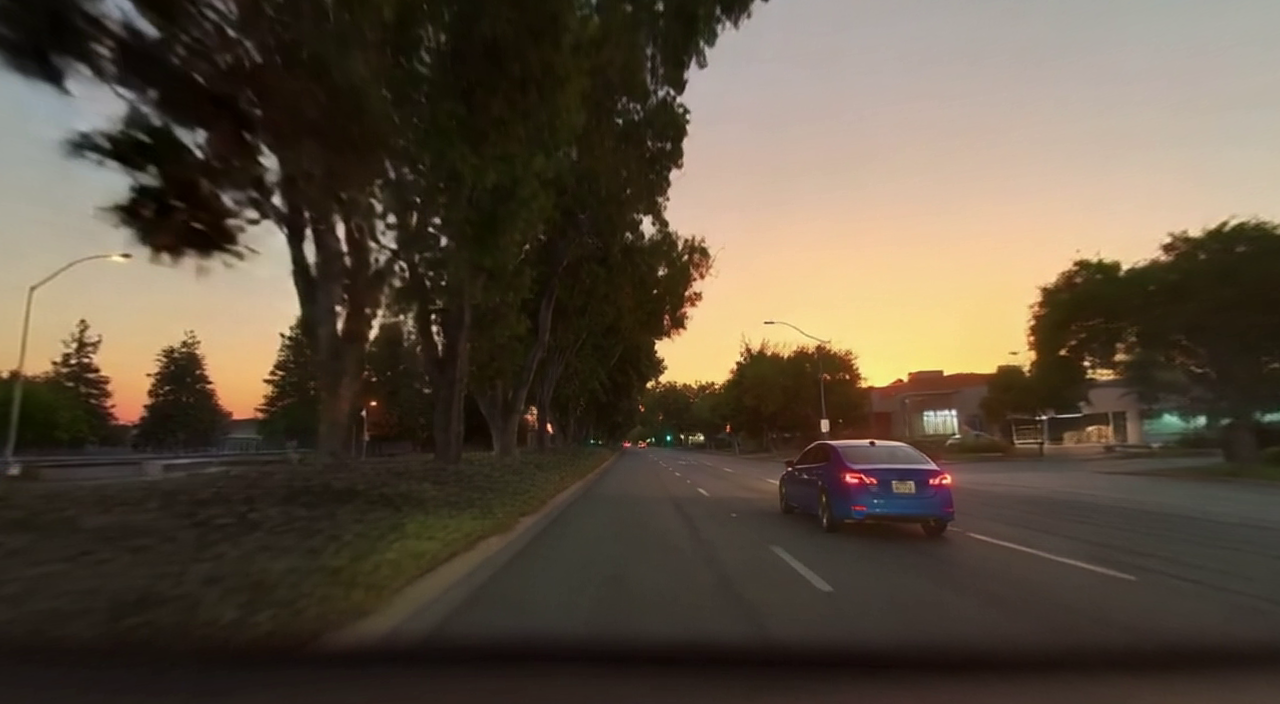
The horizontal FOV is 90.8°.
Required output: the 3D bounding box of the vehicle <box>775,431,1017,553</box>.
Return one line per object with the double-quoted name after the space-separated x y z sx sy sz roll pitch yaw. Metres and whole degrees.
3.605 2.029 9.935 1.950 1.473 4.259 0 -8 -1 "vehicle"
